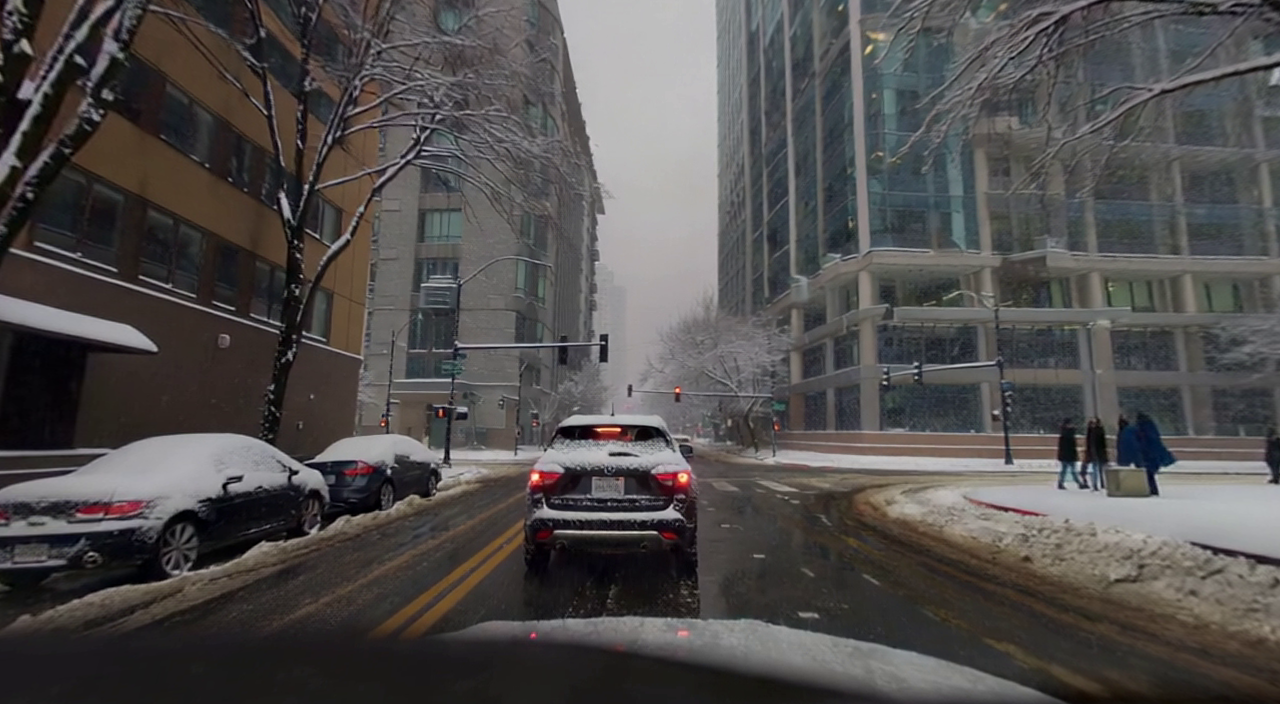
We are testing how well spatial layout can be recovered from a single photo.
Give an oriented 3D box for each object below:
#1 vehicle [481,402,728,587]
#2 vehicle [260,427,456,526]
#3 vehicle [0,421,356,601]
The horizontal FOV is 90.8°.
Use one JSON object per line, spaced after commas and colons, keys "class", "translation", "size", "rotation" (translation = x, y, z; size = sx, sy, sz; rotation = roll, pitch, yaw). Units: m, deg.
{"class": "vehicle", "translation": [-0.306, 1.604, 7.847], "size": [2.258, 1.687, 3.934], "rotation": [0, -9, 1]}
{"class": "vehicle", "translation": [-5.869, 2.636, 14.020], "size": [2.077, 1.791, 4.751], "rotation": [0, -9, 1]}
{"class": "vehicle", "translation": [-5.741, 1.854, 8.332], "size": [1.904, 1.684, 4.529], "rotation": [0, -9, -1]}
